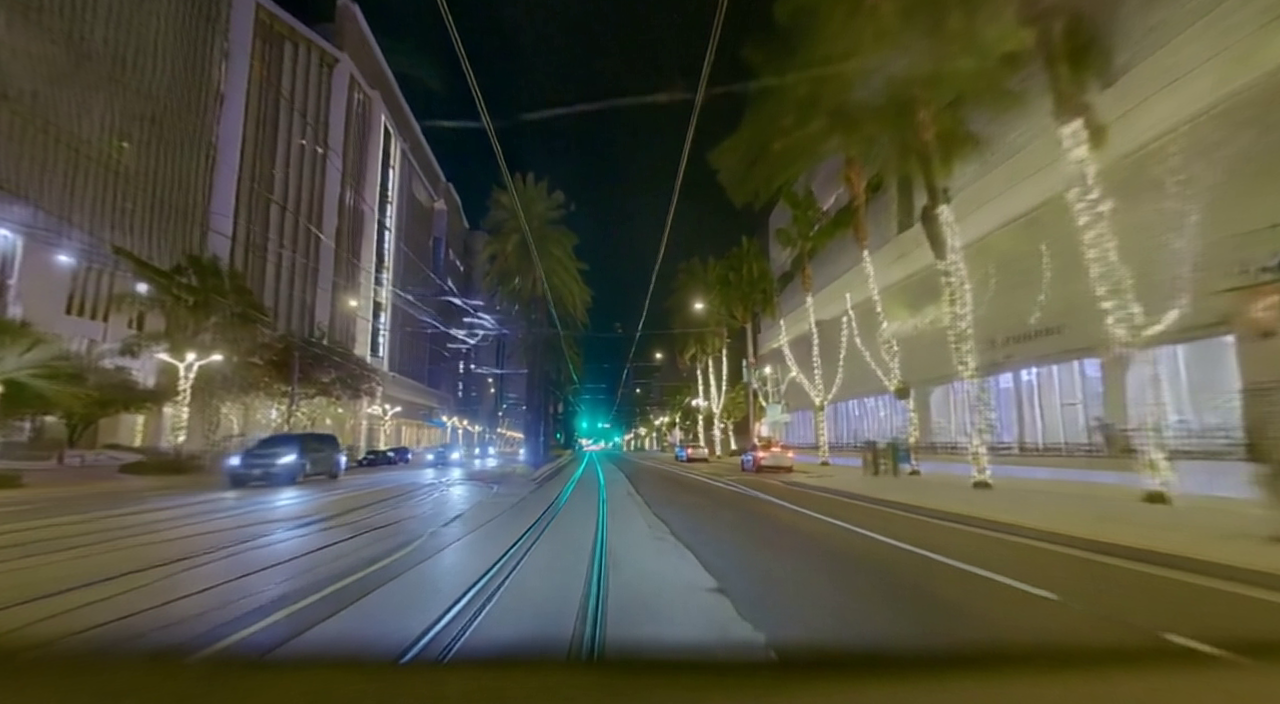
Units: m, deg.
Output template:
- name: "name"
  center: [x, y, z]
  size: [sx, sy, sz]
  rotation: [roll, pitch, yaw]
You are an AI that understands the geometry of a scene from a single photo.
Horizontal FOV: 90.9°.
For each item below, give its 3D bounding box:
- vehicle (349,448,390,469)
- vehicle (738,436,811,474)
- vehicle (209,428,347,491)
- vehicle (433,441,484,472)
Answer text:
- name: "vehicle"
  center: [-20.394, 8.023, 47.629]
  size: [1.819, 1.450, 3.003]
  rotation: [1, -8, -3]
- name: "vehicle"
  center: [6.346, 4.922, 30.418]
  size: [1.995, 1.677, 4.863]
  rotation: [1, -8, -6]
- name: "vehicle"
  center: [-12.021, 3.591, 21.405]
  size: [2.127, 1.892, 4.655]
  rotation: [1, -8, -4]
- name: "vehicle"
  center: [-10.240, 5.911, 35.892]
  size: [2.013, 1.590, 4.241]
  rotation: [1, -8, -5]
